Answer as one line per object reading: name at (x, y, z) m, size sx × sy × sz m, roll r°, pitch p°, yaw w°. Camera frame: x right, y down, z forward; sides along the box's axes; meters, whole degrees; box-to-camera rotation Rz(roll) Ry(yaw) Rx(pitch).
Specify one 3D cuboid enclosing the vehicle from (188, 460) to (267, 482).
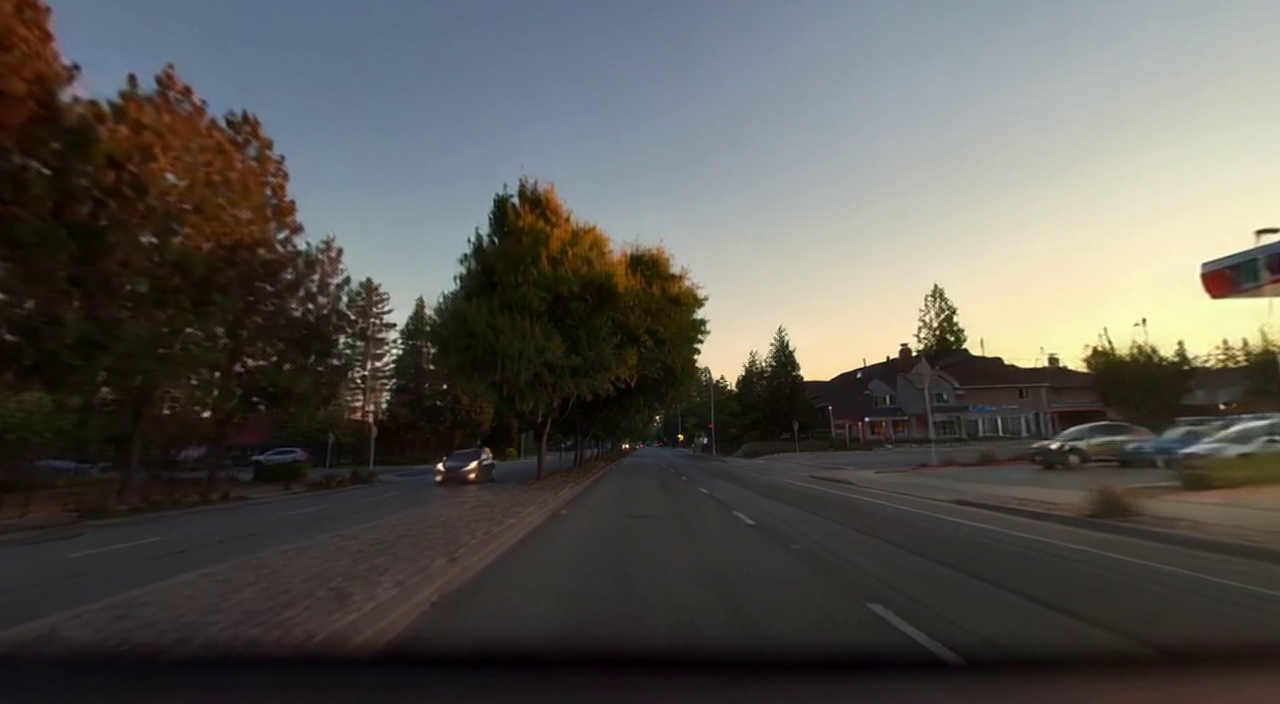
vehicle at (-29.076, 8.366, 44.591) m, size 4.279 × 1.437 × 1.872 m, roll -1°, pitch -8°, yaw 3°

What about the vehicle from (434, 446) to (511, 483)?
vehicle at (-7.210, 4.883, 27.764) m, size 2.079 × 1.489 × 4.515 m, roll 0°, pitch -8°, yaw 1°

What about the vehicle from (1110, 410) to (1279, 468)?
vehicle at (17.172, 2.631, 19.067) m, size 4.400 × 1.618 × 2.016 m, roll 0°, pitch -8°, yaw -4°

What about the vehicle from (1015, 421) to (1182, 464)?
vehicle at (16.442, 3.269, 22.836) m, size 4.506 × 1.461 × 1.955 m, roll 0°, pitch -8°, yaw -1°
